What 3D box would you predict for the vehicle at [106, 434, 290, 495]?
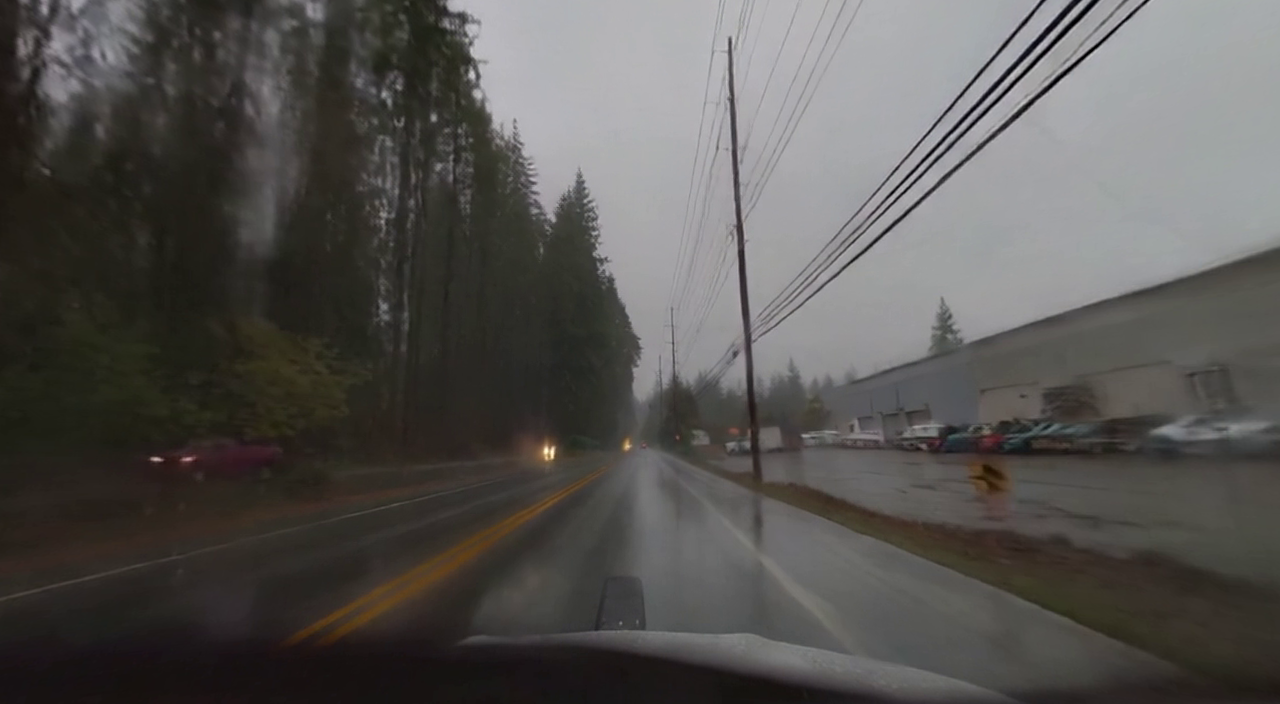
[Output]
[{"bbox_3d":[-21.416,5.482,31.363,3.137,2.587,8.274,-1,-9,0],"label":"vehicle"}]
